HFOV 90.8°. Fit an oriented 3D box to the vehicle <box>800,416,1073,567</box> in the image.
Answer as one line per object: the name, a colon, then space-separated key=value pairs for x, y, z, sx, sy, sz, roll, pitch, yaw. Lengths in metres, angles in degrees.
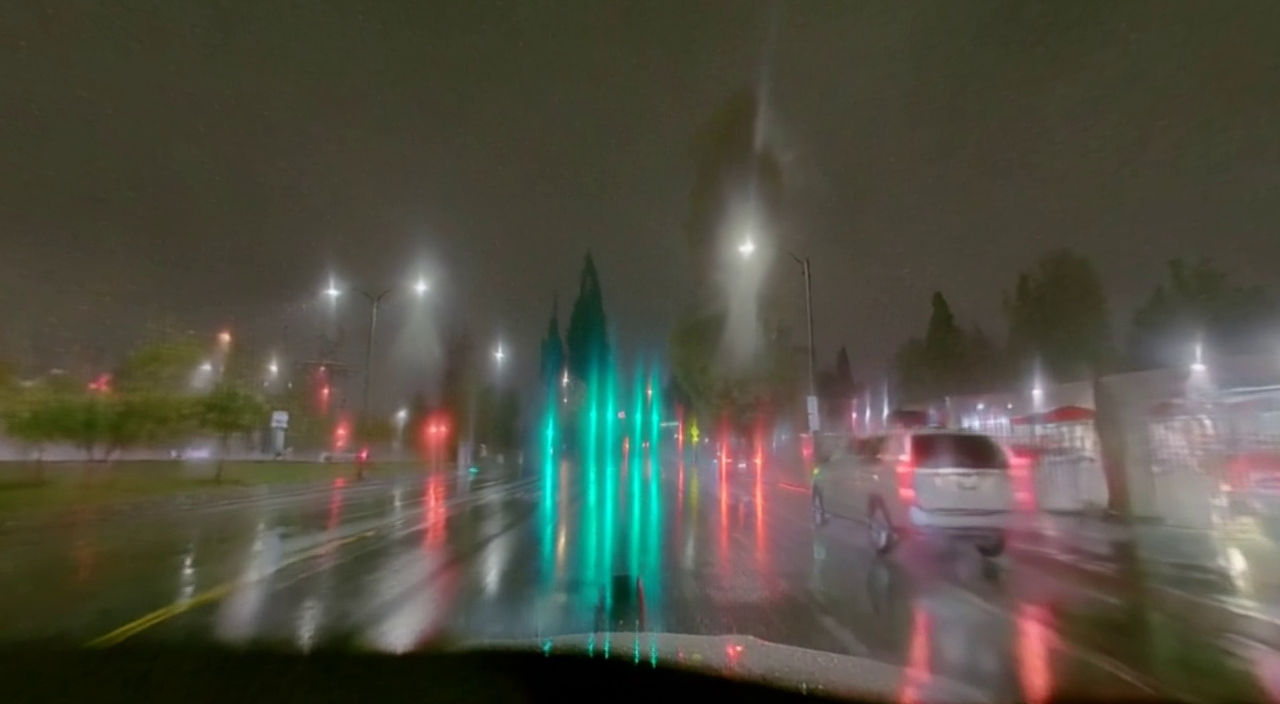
vehicle: x=4.066 y=1.972 z=9.714 sx=1.957 sy=1.753 sz=4.413 roll=0 pitch=-8 yaw=-1

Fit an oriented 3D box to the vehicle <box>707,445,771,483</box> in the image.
vehicle: x=4.157 y=4.774 z=27.245 sx=1.856 sy=1.462 sz=4.501 roll=1 pitch=-8 yaw=-2
